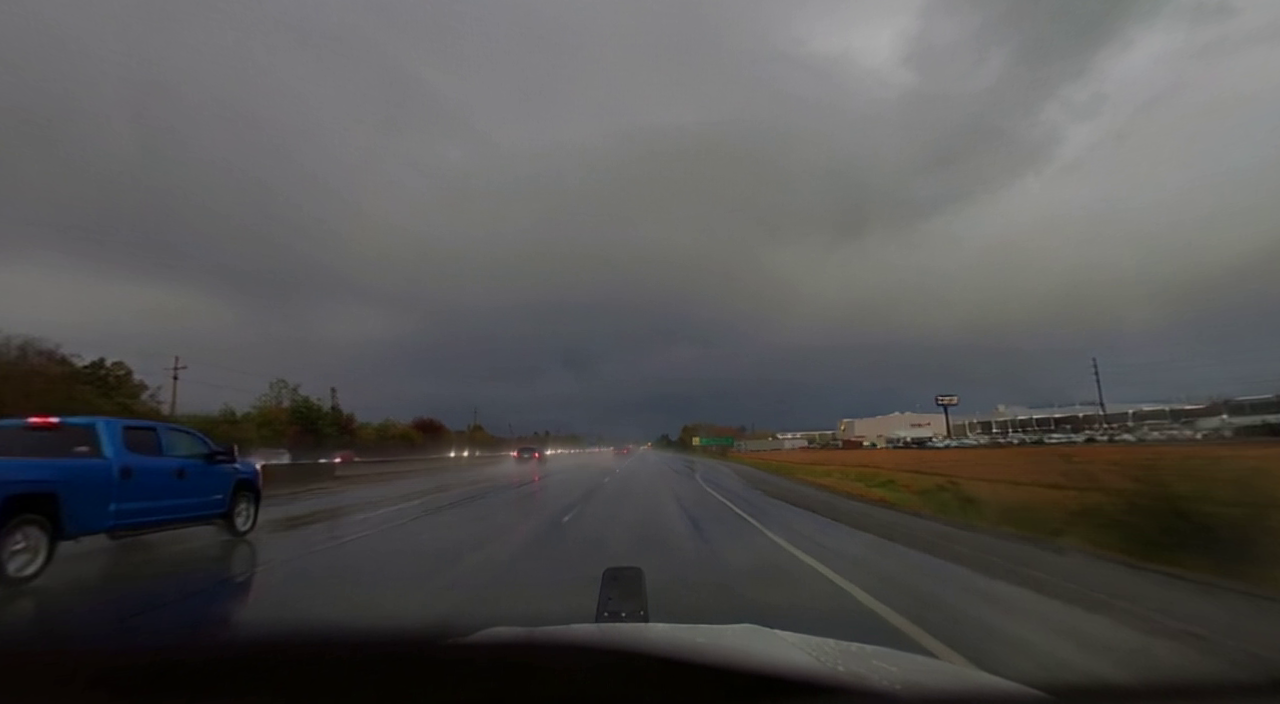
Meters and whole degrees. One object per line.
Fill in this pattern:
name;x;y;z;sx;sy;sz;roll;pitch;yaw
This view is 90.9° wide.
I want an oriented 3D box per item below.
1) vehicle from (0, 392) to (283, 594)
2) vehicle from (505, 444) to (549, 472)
vehicle;-7.203;1.602;7.726;2.156;1.911;5.956;0;-8;0
vehicle;-7.274;6.825;40.994;2.021;1.699;4.324;0;-8;1
